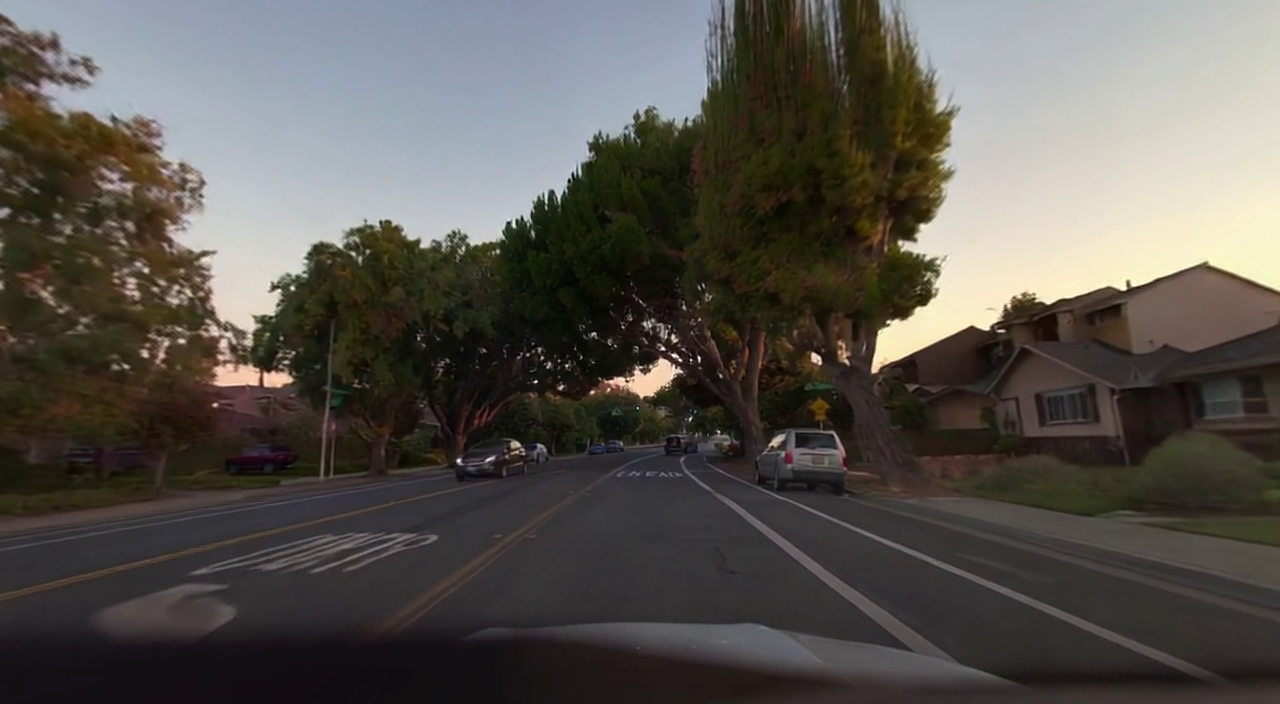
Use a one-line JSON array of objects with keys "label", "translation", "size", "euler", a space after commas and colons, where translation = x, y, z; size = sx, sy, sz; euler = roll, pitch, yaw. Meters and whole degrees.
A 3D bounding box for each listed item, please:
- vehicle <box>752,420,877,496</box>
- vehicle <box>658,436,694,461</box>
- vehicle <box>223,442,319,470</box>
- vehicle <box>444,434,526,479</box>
[{"label": "vehicle", "translation": [4.885, 3.073, 18.608], "size": [2.233, 1.887, 5.347], "euler": [0, -9, 1]}, {"label": "vehicle", "translation": [2.610, 6.829, 44.574], "size": [2.115, 1.679, 4.235], "euler": [-1, -9, 9]}, {"label": "vehicle", "translation": [-24.669, 6.969, 42.335], "size": [4.999, 1.735, 2.227], "euler": [1, -9, -9]}, {"label": "vehicle", "translation": [-7.026, 4.802, 29.221], "size": [2.200, 1.852, 4.897], "euler": [-1, -9, 4]}]
